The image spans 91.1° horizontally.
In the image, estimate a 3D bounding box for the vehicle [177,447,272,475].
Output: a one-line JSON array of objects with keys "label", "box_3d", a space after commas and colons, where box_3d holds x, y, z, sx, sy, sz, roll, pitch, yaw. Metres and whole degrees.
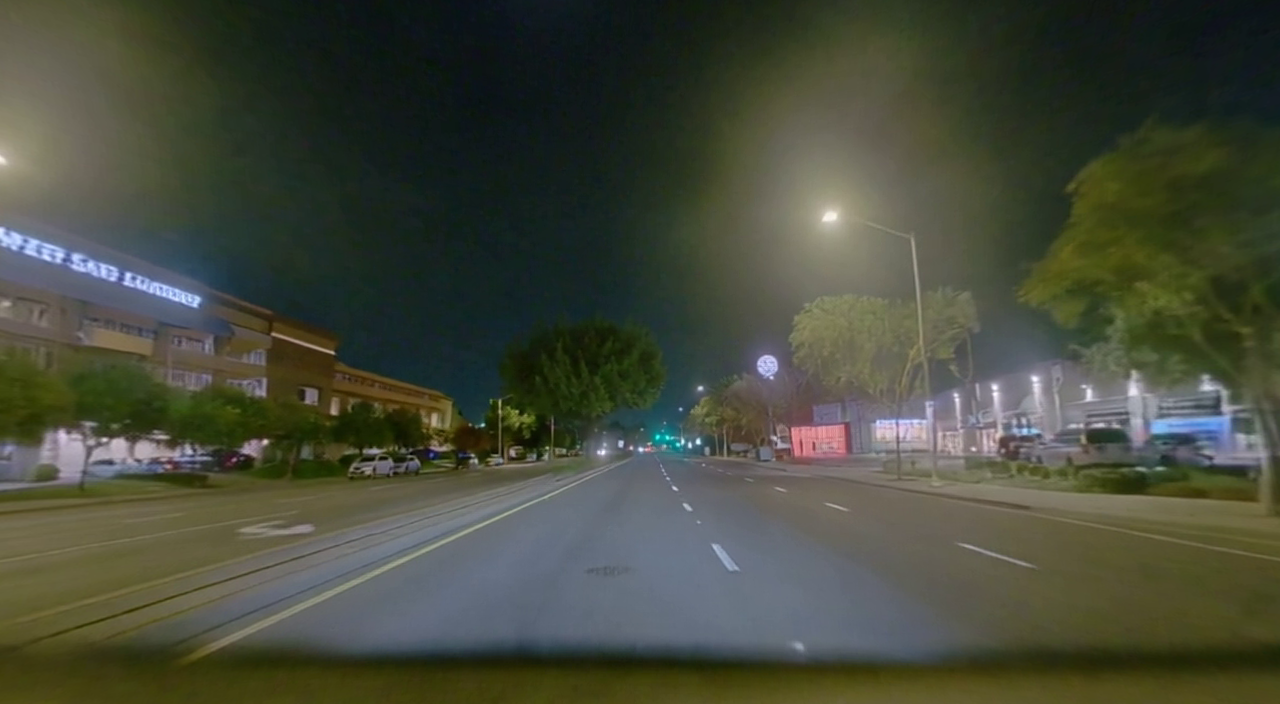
[{"label": "vehicle", "box_3d": [-26.926, 7.062, 40.839, 4.472, 1.717, 2.392, 1, -8, -2]}]

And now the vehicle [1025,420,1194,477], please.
[{"label": "vehicle", "box_3d": [16.643, 3.488, 22.724, 2.151, 1.814, 5.129, 0, -9, 1]}]

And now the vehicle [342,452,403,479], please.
[{"label": "vehicle", "box_3d": [-19.008, 8.039, 44.872, 2.029, 1.785, 4.694, 0, -9, 3]}]

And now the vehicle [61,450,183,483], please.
[{"label": "vehicle", "box_3d": [-27.622, 6.095, 33.591, 4.573, 1.633, 2.016, 1, -8, -5]}]
